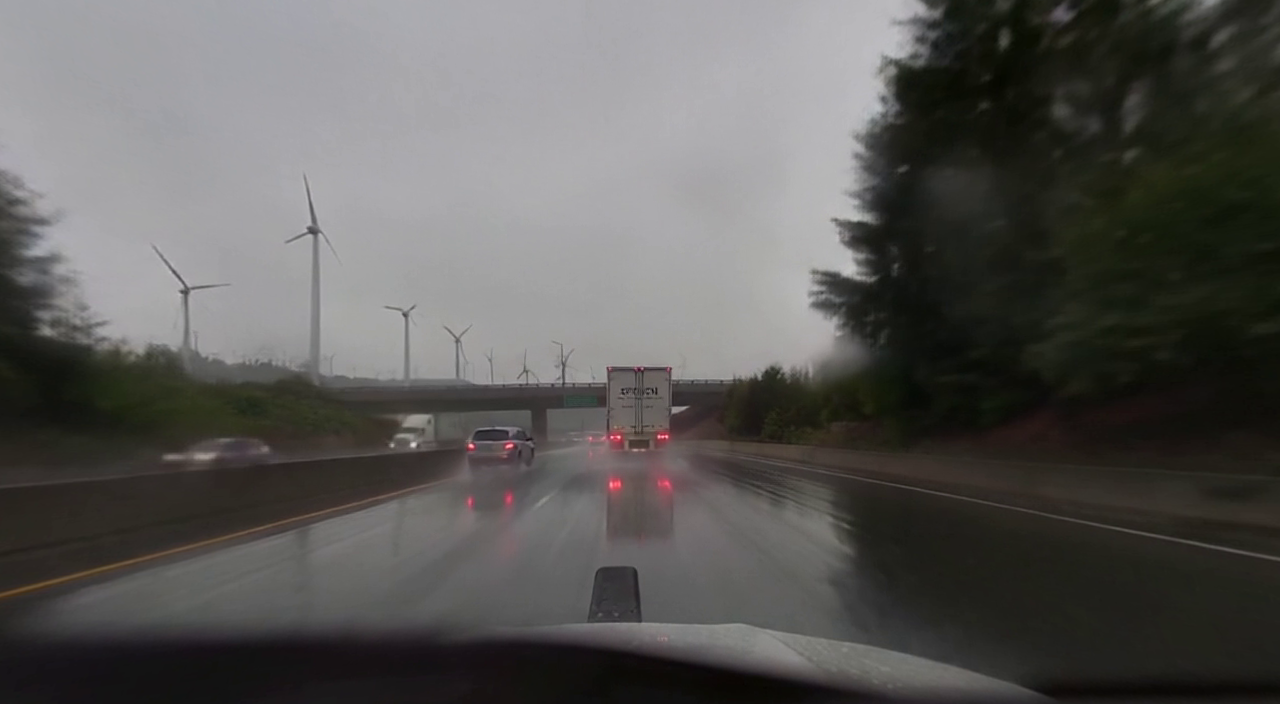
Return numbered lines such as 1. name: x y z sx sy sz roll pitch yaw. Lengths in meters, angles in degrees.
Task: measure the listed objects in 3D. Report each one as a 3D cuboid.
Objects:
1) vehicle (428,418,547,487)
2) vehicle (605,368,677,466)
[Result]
1. vehicle: -4.130 2.815 18.043 2.167 1.686 4.946 0 -8 0
2. vehicle: -0.121 3.481 32.082 2.906 3.990 12.551 0 -8 -2
